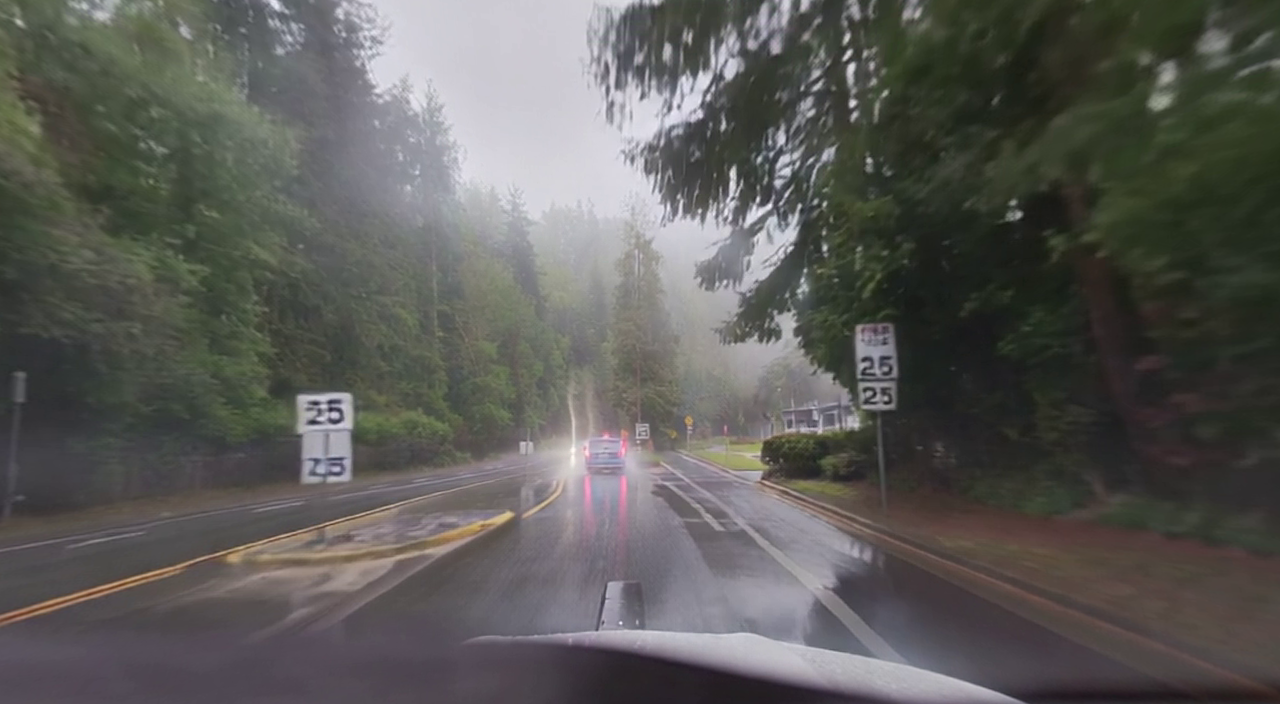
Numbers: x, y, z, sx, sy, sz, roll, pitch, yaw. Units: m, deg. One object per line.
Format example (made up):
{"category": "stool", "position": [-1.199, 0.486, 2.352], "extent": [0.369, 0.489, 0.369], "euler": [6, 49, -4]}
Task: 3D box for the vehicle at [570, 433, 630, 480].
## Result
{"category": "vehicle", "position": [-1.615, 4.186, 25.410], "extent": [2.216, 1.708, 4.110], "euler": [1, -9, -4]}
